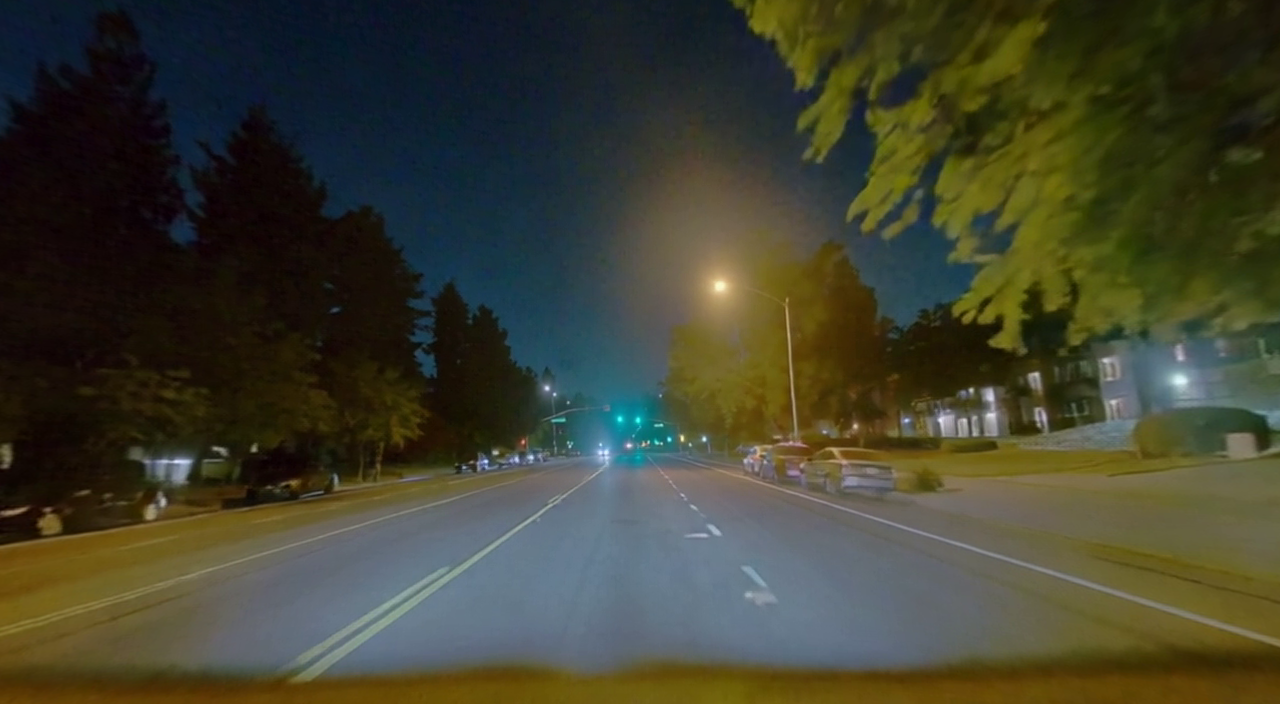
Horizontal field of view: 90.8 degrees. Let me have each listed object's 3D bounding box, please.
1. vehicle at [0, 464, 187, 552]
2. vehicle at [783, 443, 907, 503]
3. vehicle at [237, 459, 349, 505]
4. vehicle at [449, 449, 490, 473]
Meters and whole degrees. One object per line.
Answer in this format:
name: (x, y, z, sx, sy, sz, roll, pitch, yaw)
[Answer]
vehicle: (-12.786, 3.338, 14.154, 1.817, 1.485, 4.687, 0, -9, 0)
vehicle: (5.556, 3.313, 17.789, 1.875, 1.466, 4.355, 0, -9, -2)
vehicle: (-12.837, 4.785, 23.710, 1.812, 1.454, 4.351, 0, -9, -2)
vehicle: (-13.039, 8.335, 48.506, 1.916, 1.754, 4.337, 0, -9, 0)
